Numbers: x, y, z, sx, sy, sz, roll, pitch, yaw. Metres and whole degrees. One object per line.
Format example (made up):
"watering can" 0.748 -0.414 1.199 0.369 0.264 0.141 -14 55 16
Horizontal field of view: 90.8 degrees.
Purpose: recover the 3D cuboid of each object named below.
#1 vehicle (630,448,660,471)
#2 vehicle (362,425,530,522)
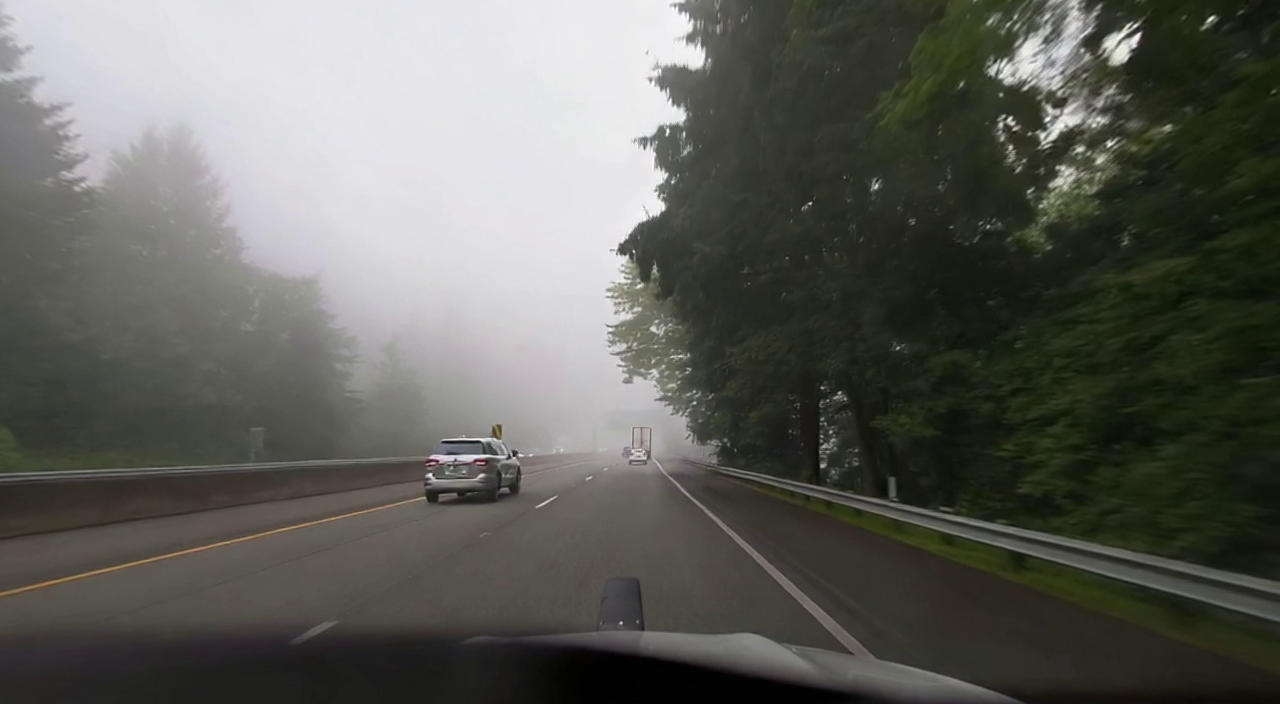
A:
"vehicle" 0.290 7.085 41.572 1.853 1.436 3.438 0 -9 -1
"vehicle" -3.913 2.562 13.792 2.097 1.722 4.808 0 -9 0
